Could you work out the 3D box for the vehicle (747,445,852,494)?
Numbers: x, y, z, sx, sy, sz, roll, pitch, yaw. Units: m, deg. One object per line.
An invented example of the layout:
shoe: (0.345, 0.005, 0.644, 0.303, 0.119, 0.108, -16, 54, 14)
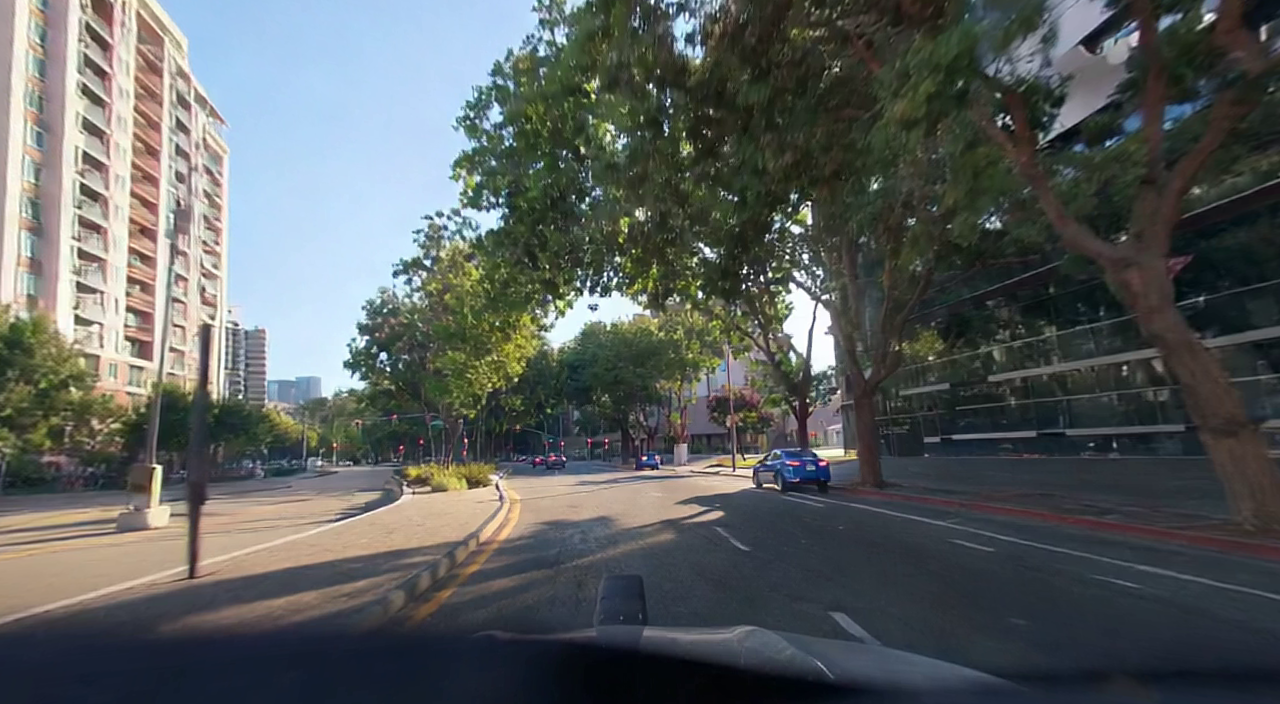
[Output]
vehicle: (5.392, 4.021, 22.200, 1.984, 1.479, 5.102, 1, -8, -5)
